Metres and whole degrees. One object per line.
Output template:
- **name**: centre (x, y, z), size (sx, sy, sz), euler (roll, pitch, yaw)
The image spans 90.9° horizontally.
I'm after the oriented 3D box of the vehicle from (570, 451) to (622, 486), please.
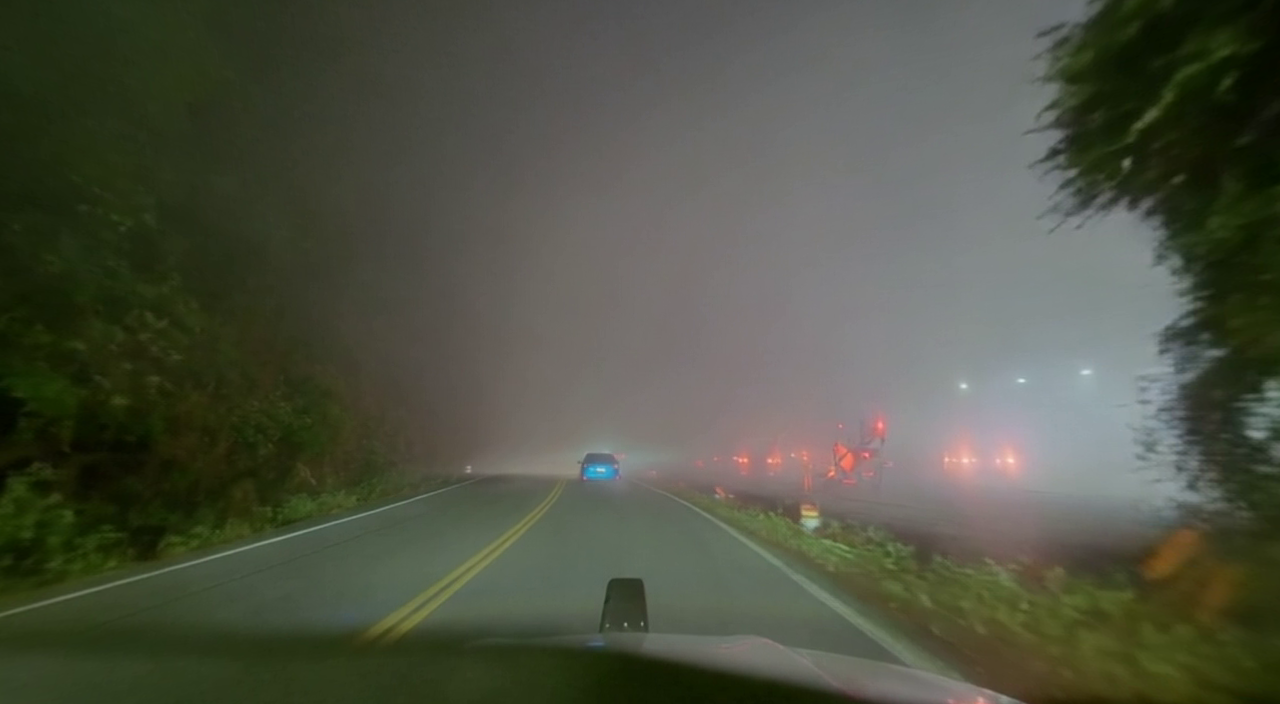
- **vehicle**: centre (-2.127, 5.391, 29.537), size (2.259, 1.503, 4.075), euler (1, -9, -6)
